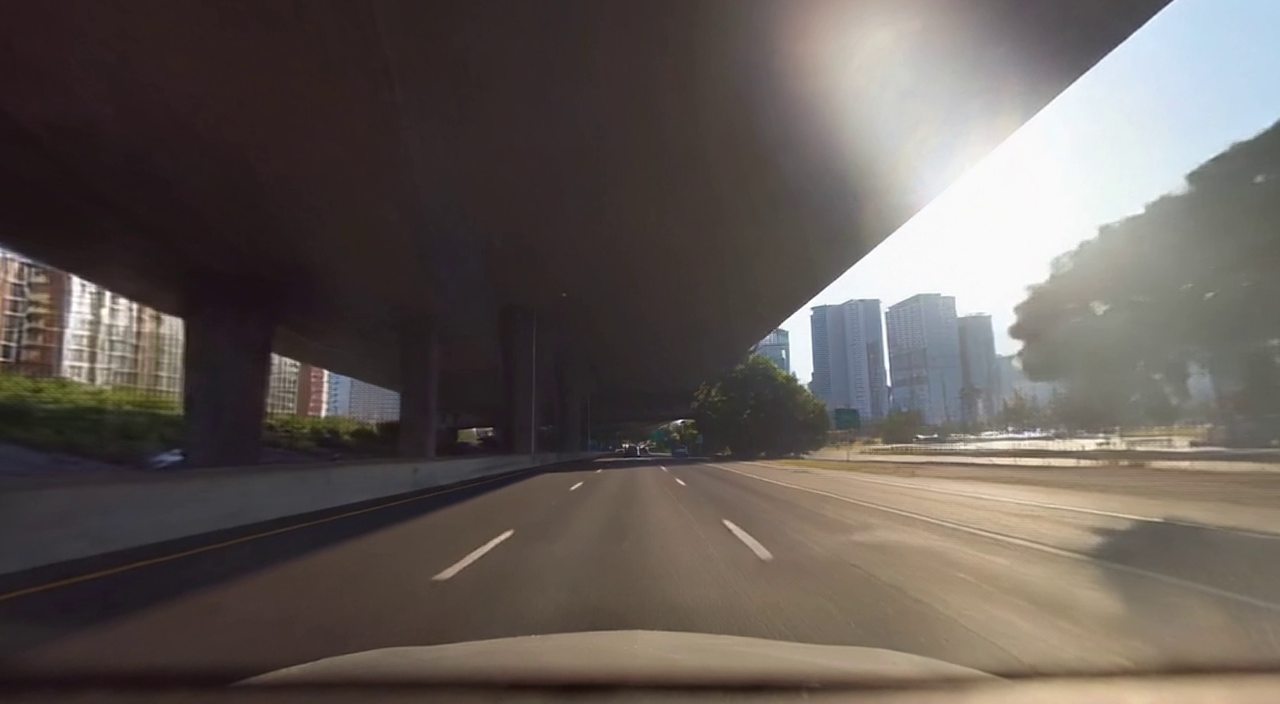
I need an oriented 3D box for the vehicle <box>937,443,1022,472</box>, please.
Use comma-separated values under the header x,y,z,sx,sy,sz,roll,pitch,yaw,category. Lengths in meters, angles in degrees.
x,y,z,sx,sy,sz,roll,pitch,yaw,category
18.389,5.700,34.482,2.059,1.457,4.537,0,-8,-1,vehicle
